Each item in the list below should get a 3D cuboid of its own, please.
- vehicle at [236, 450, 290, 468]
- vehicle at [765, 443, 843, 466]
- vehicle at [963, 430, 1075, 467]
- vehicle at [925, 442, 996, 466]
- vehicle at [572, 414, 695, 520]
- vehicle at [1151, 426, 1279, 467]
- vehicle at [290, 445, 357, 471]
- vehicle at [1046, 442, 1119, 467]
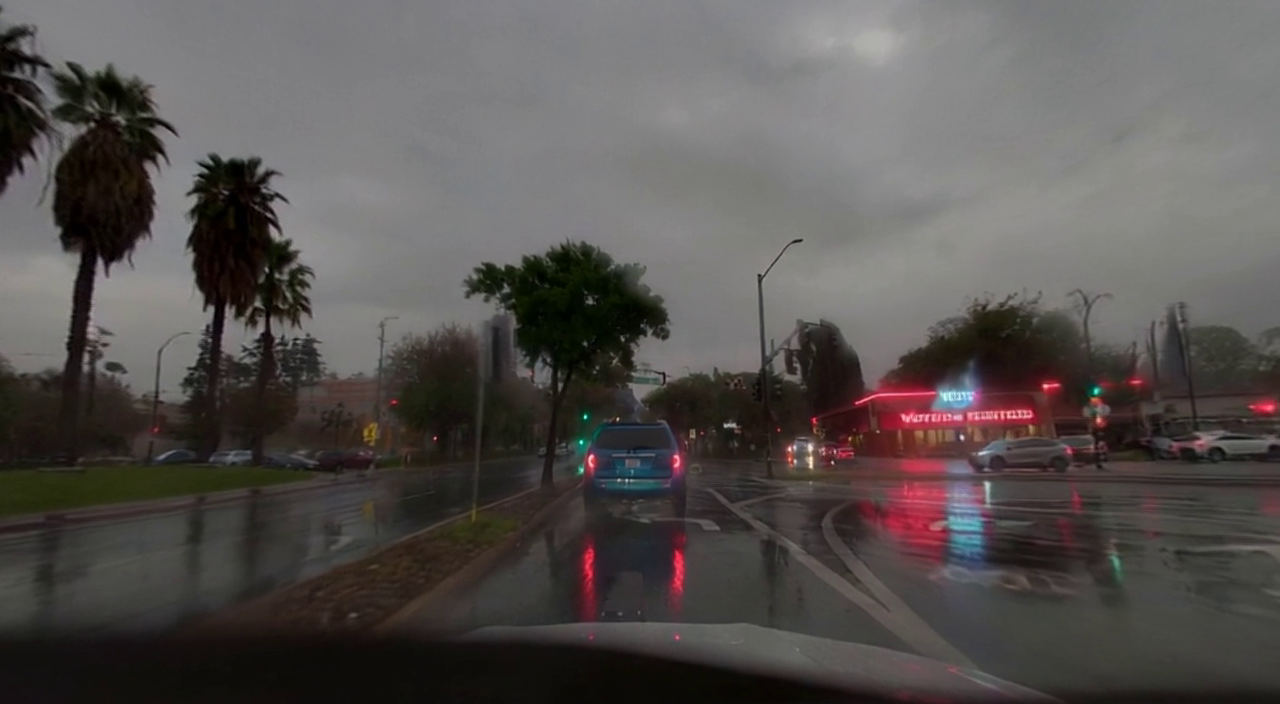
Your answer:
[{"bbox_3d":[-29.346,8.300,49.136,4.081,1.383,1.878,-6,-11,33],"label":"vehicle"},{"bbox_3d":[10.868,6.800,41.978,4.665,1.467,1.833,-6,-11,33],"label":"vehicle"},{"bbox_3d":[19.171,4.933,32.191,4.641,1.778,1.958,-5,-10,27],"label":"vehicle"},{"bbox_3d":[20.203,6.411,39.824,3.809,1.435,1.690,-6,-10,30],"label":"vehicle"},{"bbox_3d":[-0.116,2.495,14.117,2.263,1.932,4.709,0,-9,0],"label":"vehicle"},{"bbox_3d":[28.631,4.586,30.503,5.809,1.839,1.957,-6,-11,33],"label":"vehicle"},{"bbox_3d":[-22.332,7.463,44.556,4.790,1.687,1.969,-6,-10,32],"label":"vehicle"},{"bbox_3d":[27.369,6.338,39.186,3.525,1.460,1.775,-6,-11,32],"label":"vehicle"}]
